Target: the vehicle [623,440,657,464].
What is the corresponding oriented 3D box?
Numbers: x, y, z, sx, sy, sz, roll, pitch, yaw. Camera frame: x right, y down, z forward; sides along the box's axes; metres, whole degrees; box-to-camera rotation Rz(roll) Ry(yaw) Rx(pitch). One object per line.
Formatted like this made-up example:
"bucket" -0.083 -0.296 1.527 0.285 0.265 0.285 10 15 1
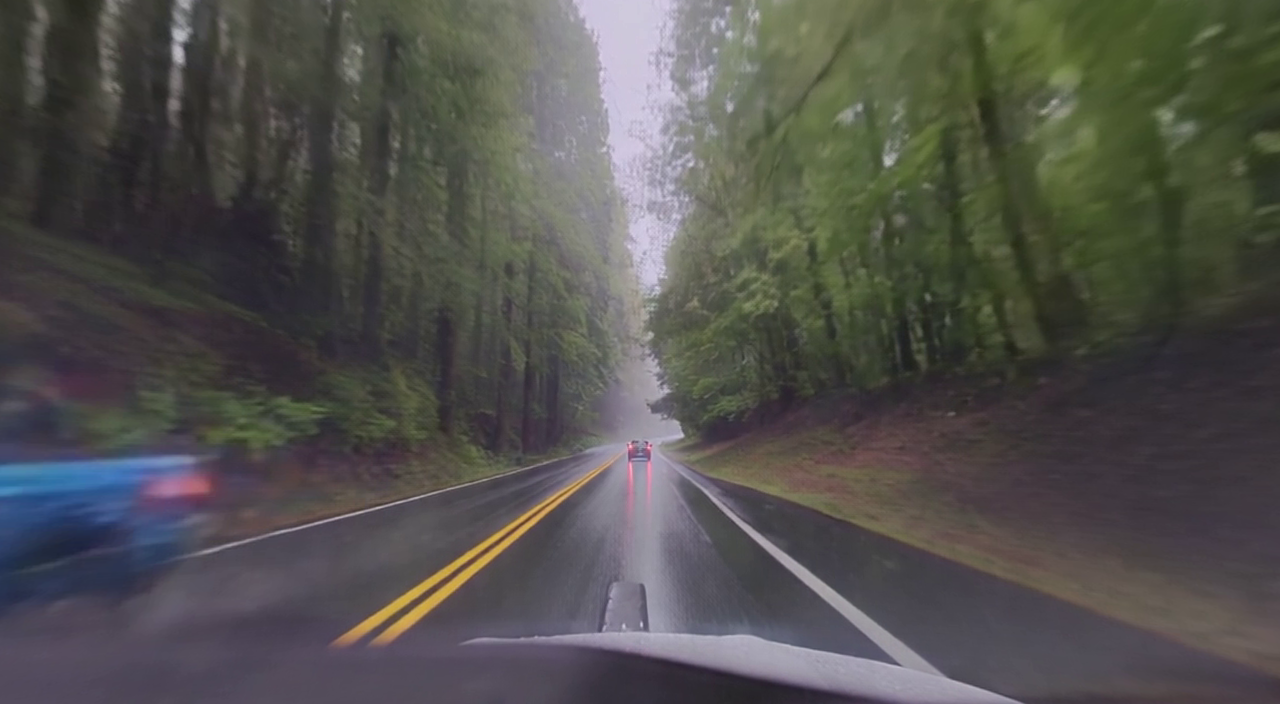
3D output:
"vehicle" -0.007 6.513 41.348 2.120 1.491 4.349 0 -8 0
